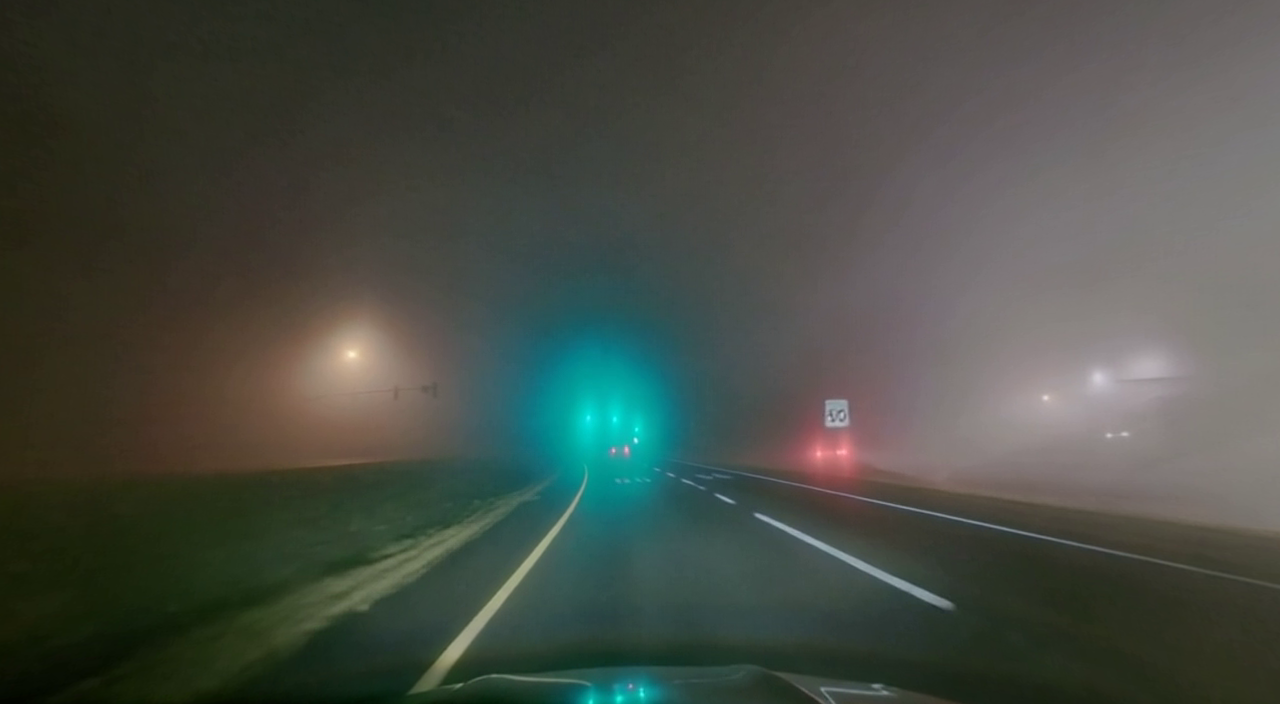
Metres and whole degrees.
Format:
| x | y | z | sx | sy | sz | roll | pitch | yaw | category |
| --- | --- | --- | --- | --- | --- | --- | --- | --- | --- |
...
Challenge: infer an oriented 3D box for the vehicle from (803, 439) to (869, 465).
| x | y | z | sx | sy | sz | roll | pitch | yaw | category |
| --- | --- | --- | --- | --- | --- | --- | --- | --- | --- |
| 14.876 | 7.613 | 48.057 | 4.457 | 1.724 | 1.871 | 3 | -8 | -3 | vehicle |

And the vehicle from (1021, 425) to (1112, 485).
| x | y | z | sx | sy | sz | roll | pitch | yaw | category |
| --- | --- | --- | --- | --- | --- | --- | --- | --- | --- |
| 23.250 | 5.637 | 34.757 | 2.236 | 2.968 | 6.014 | -3 | -9 | 17 | vehicle |
